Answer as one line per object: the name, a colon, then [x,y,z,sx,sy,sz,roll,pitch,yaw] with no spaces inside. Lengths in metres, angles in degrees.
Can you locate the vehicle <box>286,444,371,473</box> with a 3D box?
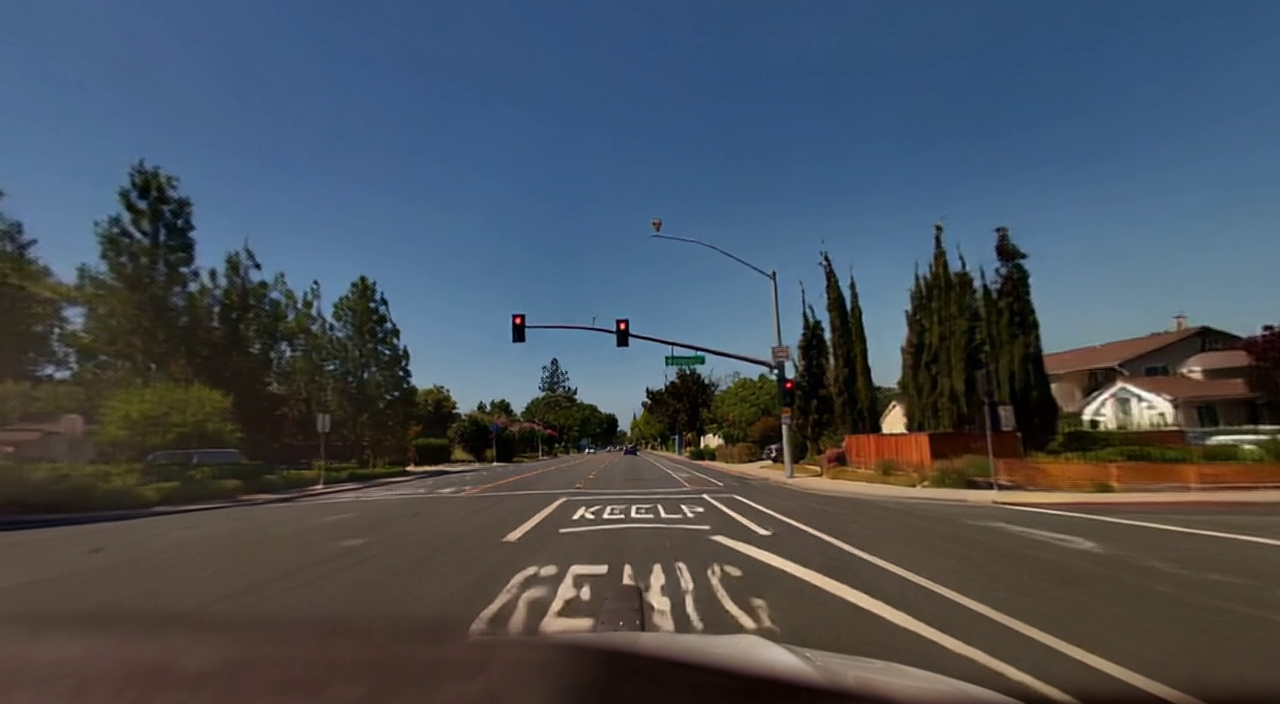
vehicle: [-18.783,6.442,38.268,4.115,1.699,1.848,0,-8,-1]

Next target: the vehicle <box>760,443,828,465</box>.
vehicle: [10.939,7.290,45.059,4.261,1.486,2.023,0,-9,-1]
